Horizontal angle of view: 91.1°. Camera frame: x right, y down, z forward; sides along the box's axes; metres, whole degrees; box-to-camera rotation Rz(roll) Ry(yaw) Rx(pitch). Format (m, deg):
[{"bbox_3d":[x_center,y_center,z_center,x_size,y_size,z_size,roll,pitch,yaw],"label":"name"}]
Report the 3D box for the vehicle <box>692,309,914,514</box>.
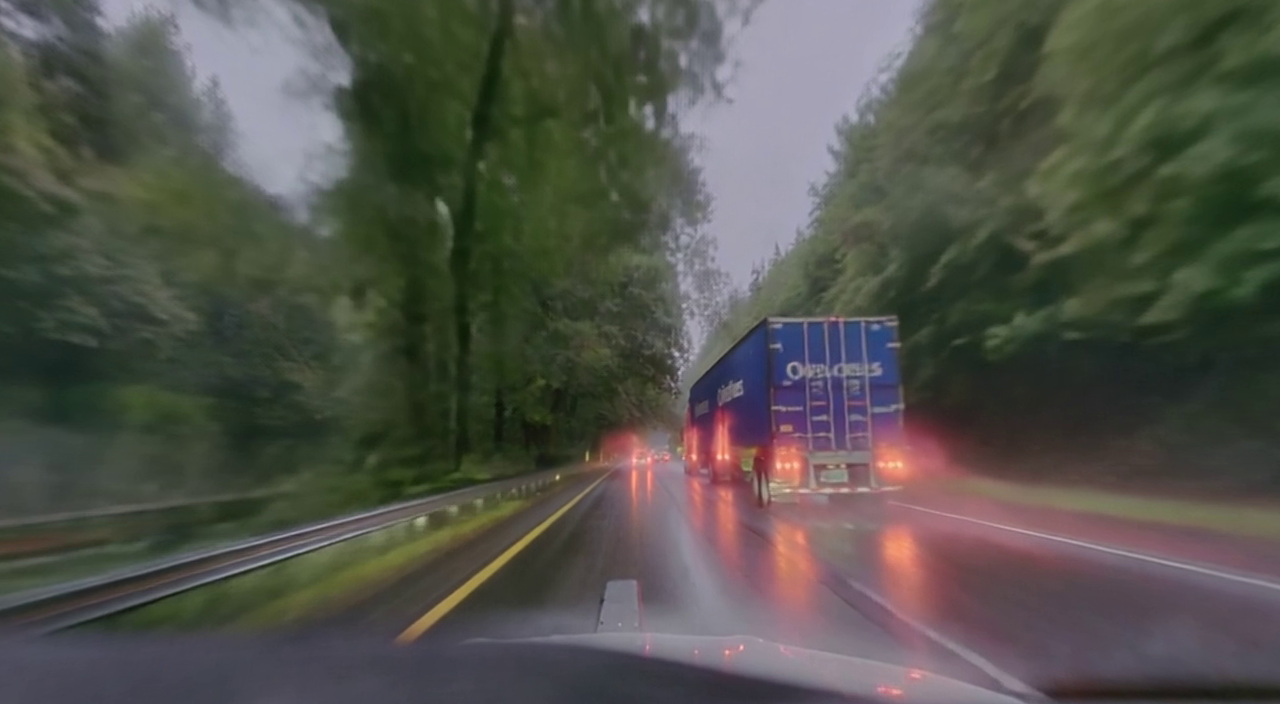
[{"bbox_3d":[3.699,2.028,18.330,3.440,4.090,11.380,-1,-9,0],"label":"vehicle"}]
